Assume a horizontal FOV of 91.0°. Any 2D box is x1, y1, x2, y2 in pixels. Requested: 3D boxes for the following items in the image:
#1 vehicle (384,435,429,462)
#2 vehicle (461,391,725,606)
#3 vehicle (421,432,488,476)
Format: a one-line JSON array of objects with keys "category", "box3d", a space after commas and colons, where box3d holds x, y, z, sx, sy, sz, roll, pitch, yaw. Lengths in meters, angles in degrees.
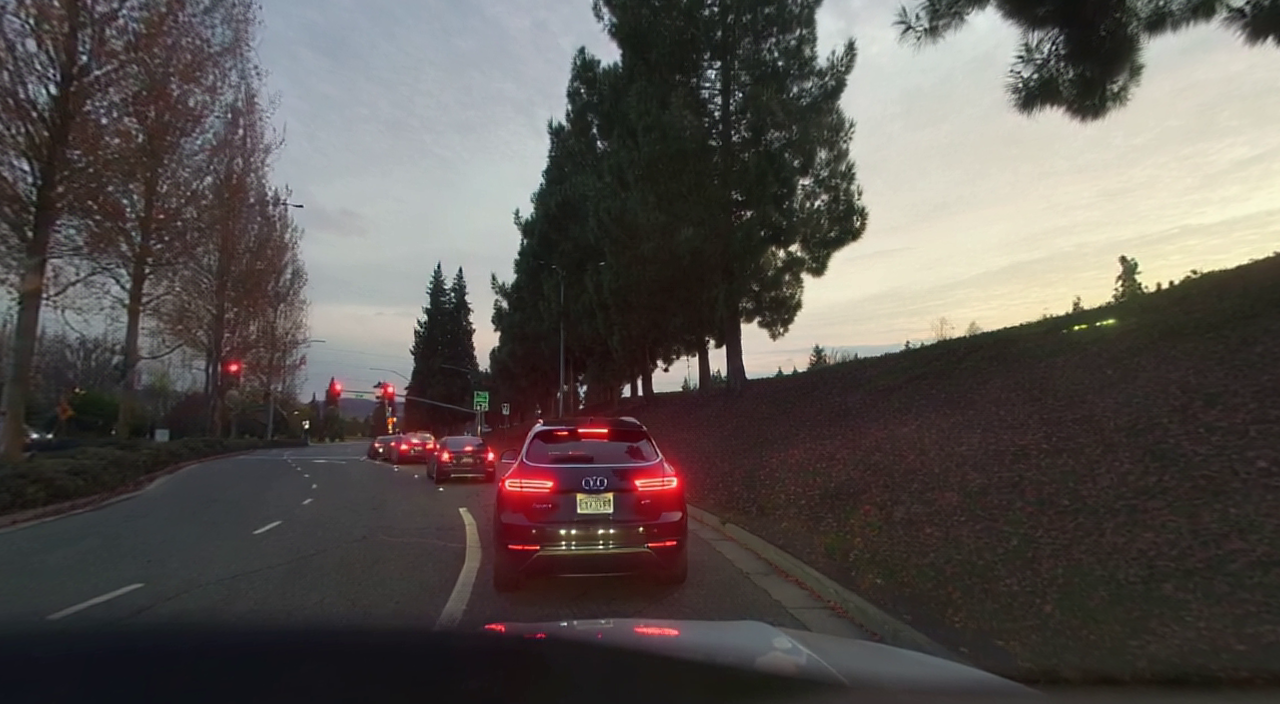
[{"category": "vehicle", "box3d": [-13.758, 5.641, 36.912, 1.863, 1.488, 4.426, 4, -9, -27]}, {"category": "vehicle", "box3d": [-0.680, 1.460, 7.204, 2.134, 1.671, 4.147, 1, -8, -9]}, {"category": "vehicle", "box3d": [-7.283, 3.939, 24.486, 1.902, 1.536, 3.662, 4, -9, -25]}]
